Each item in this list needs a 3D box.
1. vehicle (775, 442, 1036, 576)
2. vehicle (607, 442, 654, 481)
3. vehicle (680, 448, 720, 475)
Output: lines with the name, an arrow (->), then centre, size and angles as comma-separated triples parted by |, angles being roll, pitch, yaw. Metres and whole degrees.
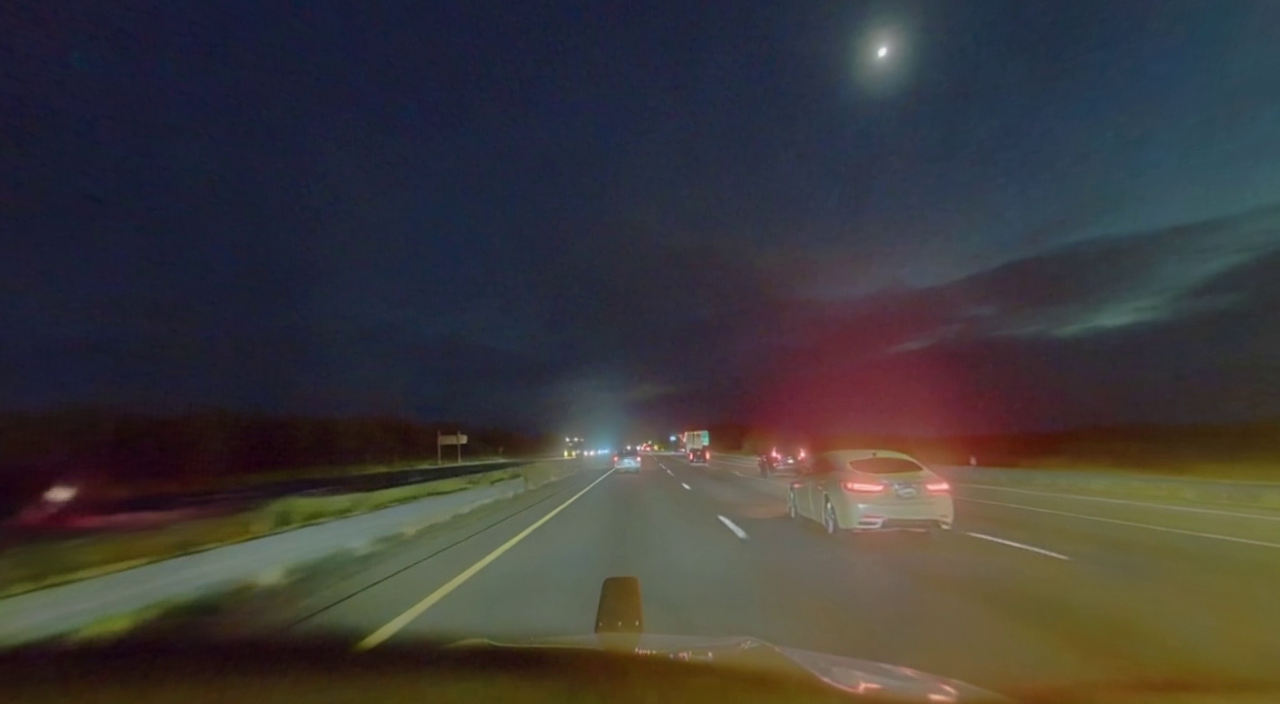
vehicle -> 3.410, 2.072, 9.112 | 2.004, 1.471, 4.032 | 0, -9, 0
vehicle -> -0.406, 5.314, 30.816 | 2.142, 1.724, 4.344 | 0, -9, 1
vehicle -> 3.684, 6.770, 39.144 | 2.047, 1.540, 4.294 | 0, -9, 0
